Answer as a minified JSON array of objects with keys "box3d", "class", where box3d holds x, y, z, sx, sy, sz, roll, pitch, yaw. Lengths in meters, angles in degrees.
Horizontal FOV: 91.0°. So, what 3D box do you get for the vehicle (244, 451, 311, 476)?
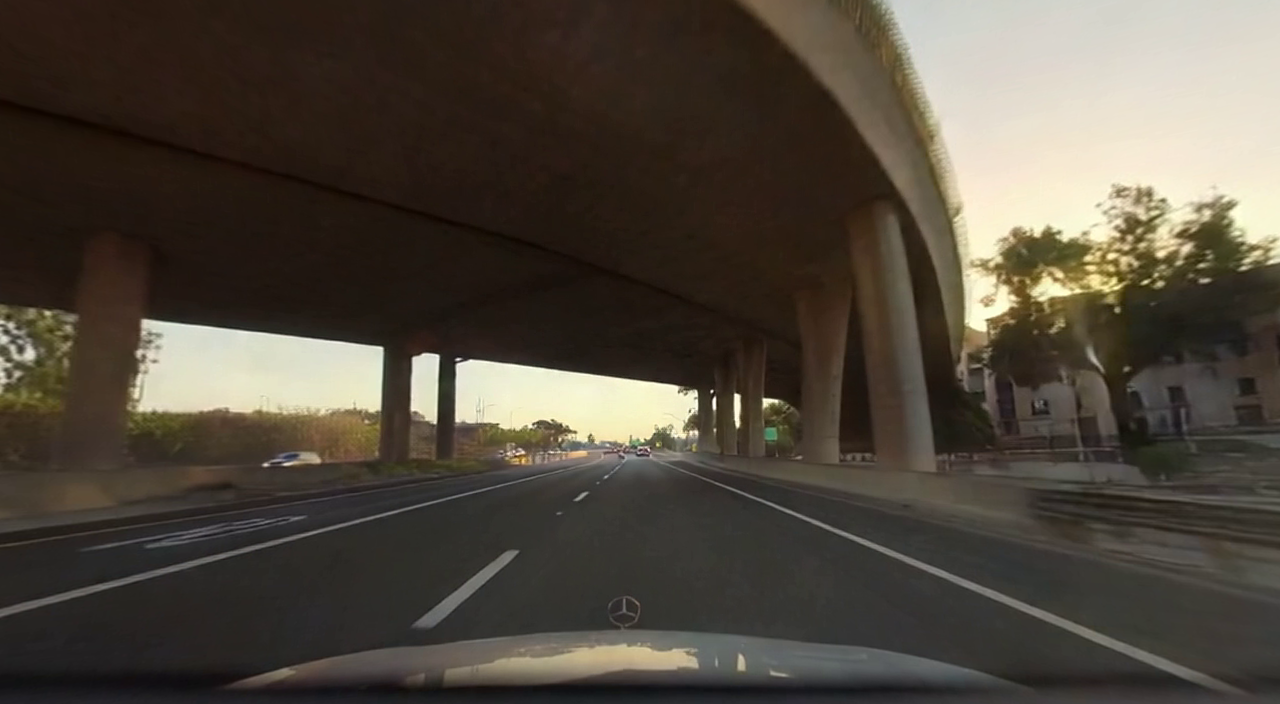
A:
[{"box3d":[-24.949,7.662,43.532,1.918,1.596,4.471,0,-9,2],"class":"vehicle"}]
